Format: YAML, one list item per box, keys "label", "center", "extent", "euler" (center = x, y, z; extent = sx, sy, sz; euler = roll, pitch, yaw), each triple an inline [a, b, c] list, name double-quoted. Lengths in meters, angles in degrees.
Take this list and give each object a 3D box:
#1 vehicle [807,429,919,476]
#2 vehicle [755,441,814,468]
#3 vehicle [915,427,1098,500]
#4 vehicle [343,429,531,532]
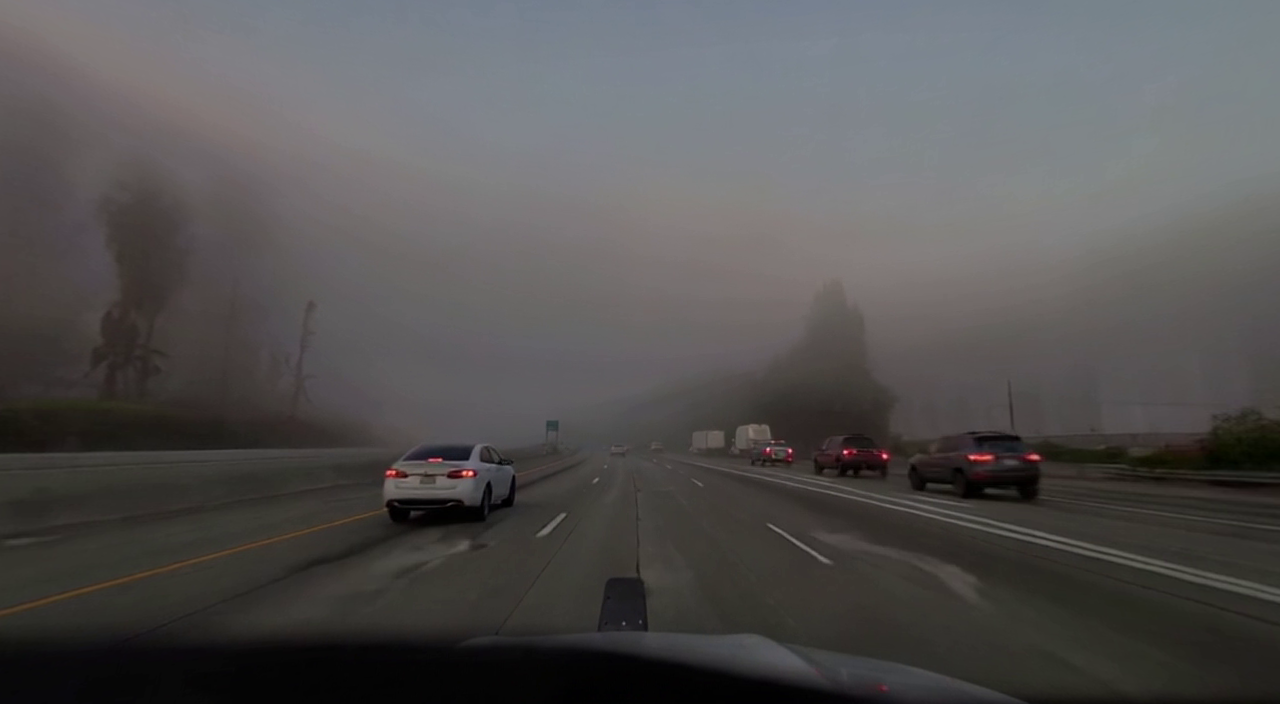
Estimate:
- label: "vehicle"
  center: [8.587, 3.942, 25.001]
  extent: [2.345, 1.637, 5.558]
  euler: [0, -8, -1]
- label: "vehicle"
  center: [8.459, 6.042, 37.428]
  extent: [2.052, 1.468, 5.333]
  euler: [0, -8, -2]
- label: "vehicle"
  center: [8.992, 2.765, 16.021]
  extent: [1.957, 1.584, 4.272]
  euler: [0, -8, -2]
- label: "vehicle"
  center: [-3.464, 2.275, 11.755]
  extent: [2.109, 1.536, 4.174]
  euler: [0, -8, 0]
